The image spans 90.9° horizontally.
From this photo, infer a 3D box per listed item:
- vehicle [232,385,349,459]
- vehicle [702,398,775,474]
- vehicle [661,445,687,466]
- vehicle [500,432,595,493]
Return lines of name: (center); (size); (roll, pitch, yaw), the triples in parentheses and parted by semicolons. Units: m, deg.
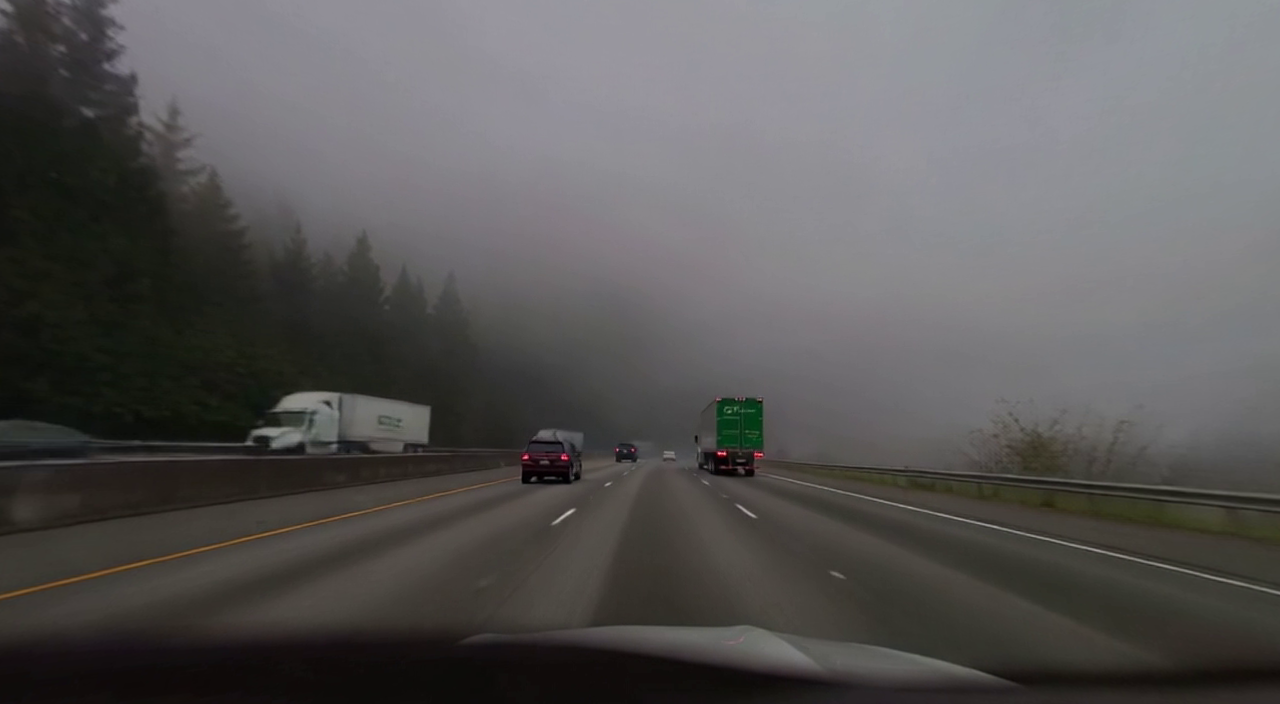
vehicle: (-19.830, 4.128, 36.211); (2.955, 3.915, 5.783); (0, -9, 4)
vehicle: (5.926, 5.529, 40.524); (3.057, 3.993, 13.914); (0, -9, 3)
vehicle: (2.681, 8.182, 49.849); (1.990, 1.537, 3.725); (0, -9, 3)
vehicle: (-2.823, 3.513, 20.338); (2.205, 1.728, 4.397); (0, -9, 3)
